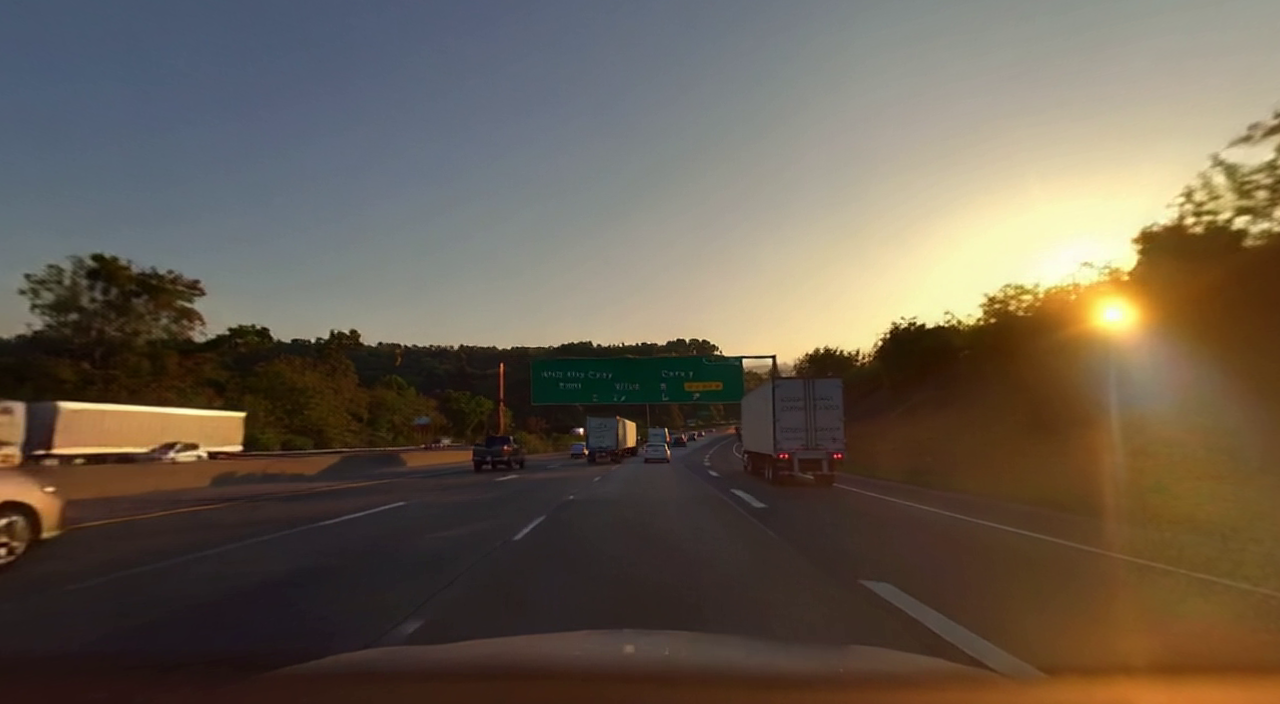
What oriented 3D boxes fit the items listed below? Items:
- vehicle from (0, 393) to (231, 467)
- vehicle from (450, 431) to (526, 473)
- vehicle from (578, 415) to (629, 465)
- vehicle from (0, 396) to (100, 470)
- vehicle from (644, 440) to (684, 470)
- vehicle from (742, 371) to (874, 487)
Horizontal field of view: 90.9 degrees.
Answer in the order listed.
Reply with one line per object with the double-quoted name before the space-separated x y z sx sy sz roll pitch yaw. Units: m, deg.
"vehicle" -34.837 5.565 43.400 2.919 4.193 15.356 0 -9 1
"vehicle" -7.203 4.823 30.552 2.272 1.850 5.156 0 -8 1
"vehicle" -2.390 6.195 44.281 2.745 3.156 7.608 0 -8 3
"vehicle" -35.057 4.615 35.400 3.071 3.852 6.737 0 -8 2
"vehicle" 1.258 5.622 34.656 2.105 1.502 4.068 0 -8 0
"vehicle" 5.670 2.879 22.836 2.895 3.484 7.631 0 -8 2
